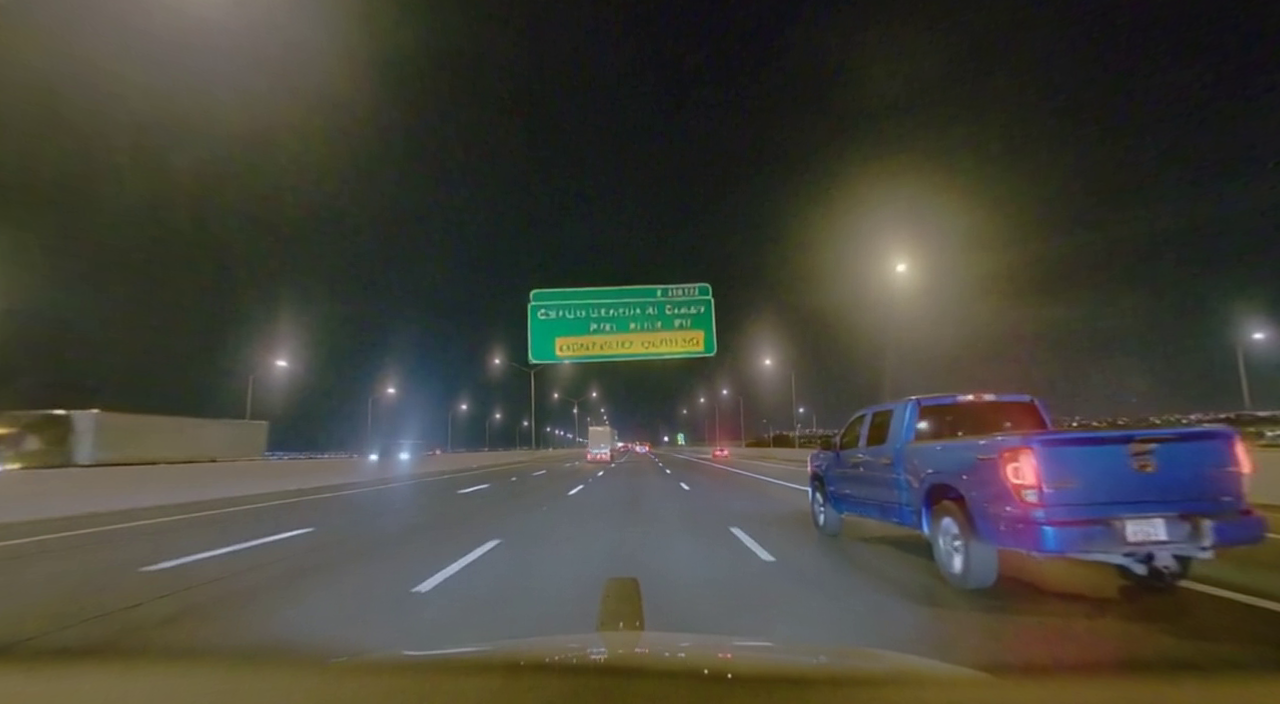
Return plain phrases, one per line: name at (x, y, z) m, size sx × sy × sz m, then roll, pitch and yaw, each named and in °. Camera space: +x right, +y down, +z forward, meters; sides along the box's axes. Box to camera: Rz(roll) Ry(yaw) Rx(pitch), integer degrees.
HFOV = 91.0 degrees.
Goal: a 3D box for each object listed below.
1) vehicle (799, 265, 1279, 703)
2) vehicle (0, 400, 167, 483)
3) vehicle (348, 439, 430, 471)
vehicle at (3.607, 1.080, 5.940) m, size 2.593 × 2.110 × 6.016 m, roll 0°, pitch -9°, yaw 0°
vehicle at (-28.979, 4.544, 31.593) m, size 3.075 × 3.542 × 9.318 m, roll 0°, pitch -9°, yaw 1°
vehicle at (-16.276, 6.714, 41.322) m, size 2.727 × 1.919 × 6.128 m, roll 0°, pitch -9°, yaw 1°
